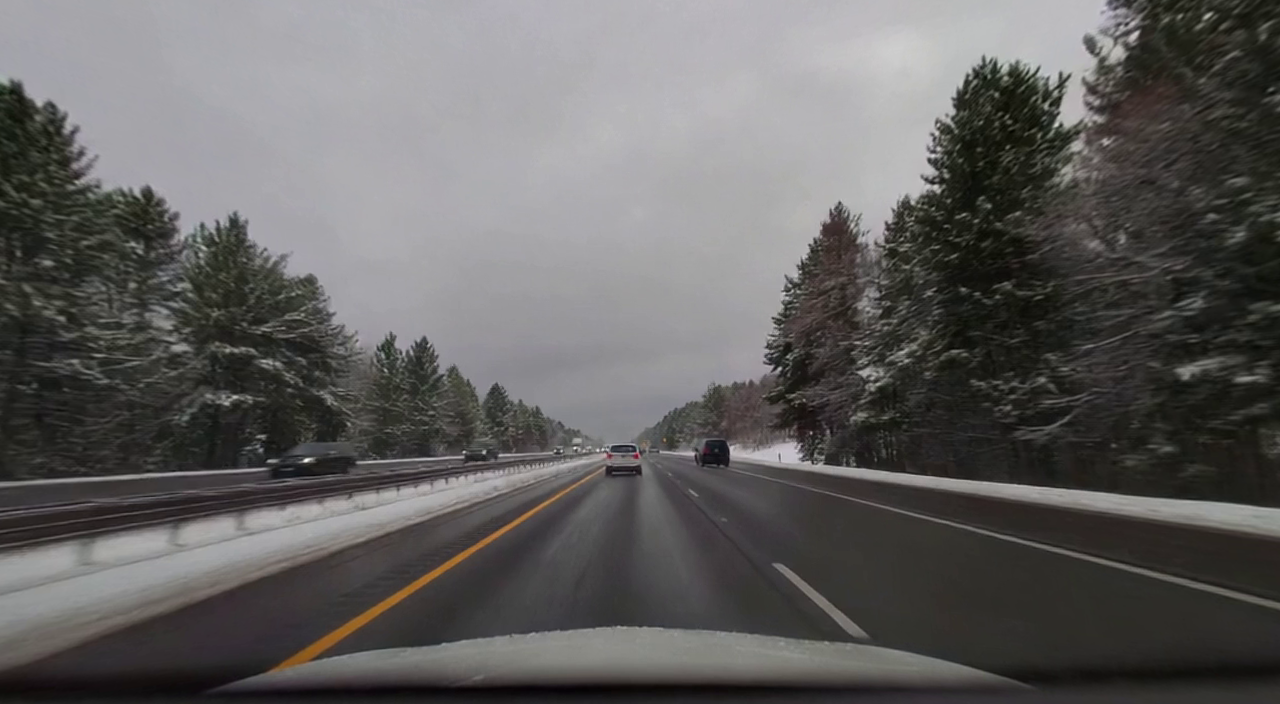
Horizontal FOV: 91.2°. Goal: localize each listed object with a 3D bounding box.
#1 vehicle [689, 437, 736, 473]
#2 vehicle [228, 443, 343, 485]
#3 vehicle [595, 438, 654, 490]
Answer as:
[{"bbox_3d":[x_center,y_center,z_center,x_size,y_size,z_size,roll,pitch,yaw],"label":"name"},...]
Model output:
[{"bbox_3d":[4.200,6.058,36.993,2.179,1.930,4.538,0,-9,0],"label":"vehicle"},{"bbox_3d":[-13.954,4.417,25.063,1.878,1.506,4.602,0,-9,0],"label":"vehicle"},{"bbox_3d":[-0.510,4.065,23.120,1.963,1.711,4.284,0,-9,1],"label":"vehicle"}]
